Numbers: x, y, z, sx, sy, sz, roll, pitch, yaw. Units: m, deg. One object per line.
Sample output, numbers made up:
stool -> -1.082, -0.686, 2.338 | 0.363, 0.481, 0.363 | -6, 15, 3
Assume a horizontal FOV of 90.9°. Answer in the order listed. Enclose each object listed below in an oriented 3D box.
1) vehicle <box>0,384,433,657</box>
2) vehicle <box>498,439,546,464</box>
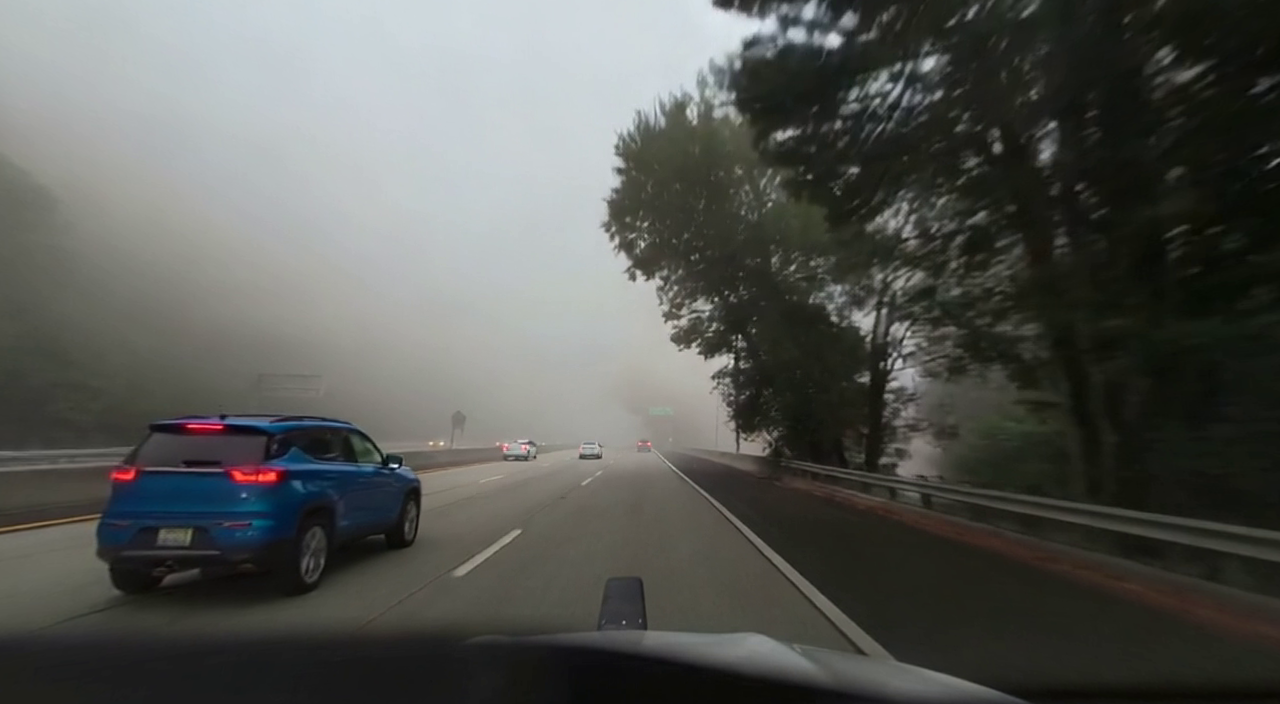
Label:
vehicle -> -3.921, 1.389, 6.283 | 2.138, 1.718, 4.415 | -1, -8, 1
vehicle -> -7.289, 6.180, 39.306 | 1.963, 1.476, 4.739 | -1, -8, 1
